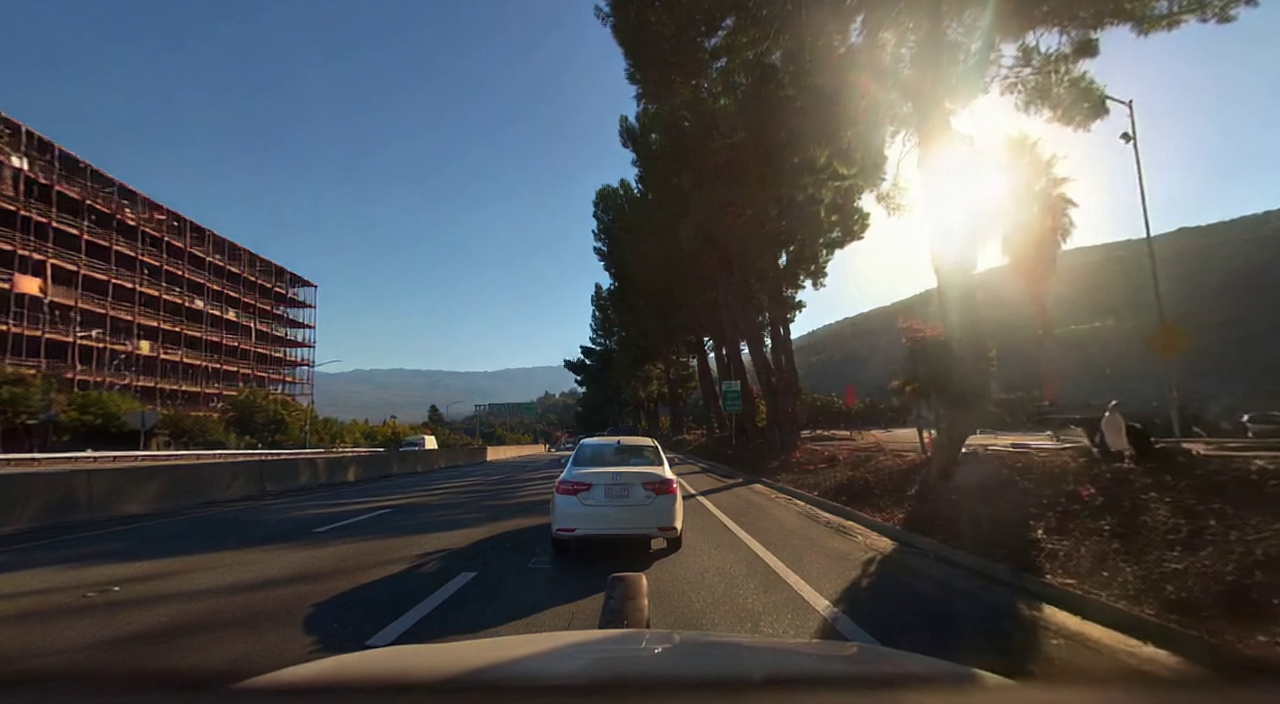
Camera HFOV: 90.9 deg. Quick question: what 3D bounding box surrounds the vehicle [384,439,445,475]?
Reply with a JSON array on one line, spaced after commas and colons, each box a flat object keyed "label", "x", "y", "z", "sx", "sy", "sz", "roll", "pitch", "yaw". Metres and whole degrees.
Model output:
[{"label": "vehicle", "x": -10.208, "y": 4.656, "z": 28.327, "sx": 2.072, "sy": 1.465, "sz": 4.394, "roll": 4, "pitch": -9, "yaw": -25}]

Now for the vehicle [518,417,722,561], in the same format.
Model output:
[{"label": "vehicle", "x": -0.215, "y": 1.725, "z": 8.649, "sx": 2.112, "sy": 1.482, "sz": 4.076, "roll": 0, "pitch": -8, "yaw": 0}]
